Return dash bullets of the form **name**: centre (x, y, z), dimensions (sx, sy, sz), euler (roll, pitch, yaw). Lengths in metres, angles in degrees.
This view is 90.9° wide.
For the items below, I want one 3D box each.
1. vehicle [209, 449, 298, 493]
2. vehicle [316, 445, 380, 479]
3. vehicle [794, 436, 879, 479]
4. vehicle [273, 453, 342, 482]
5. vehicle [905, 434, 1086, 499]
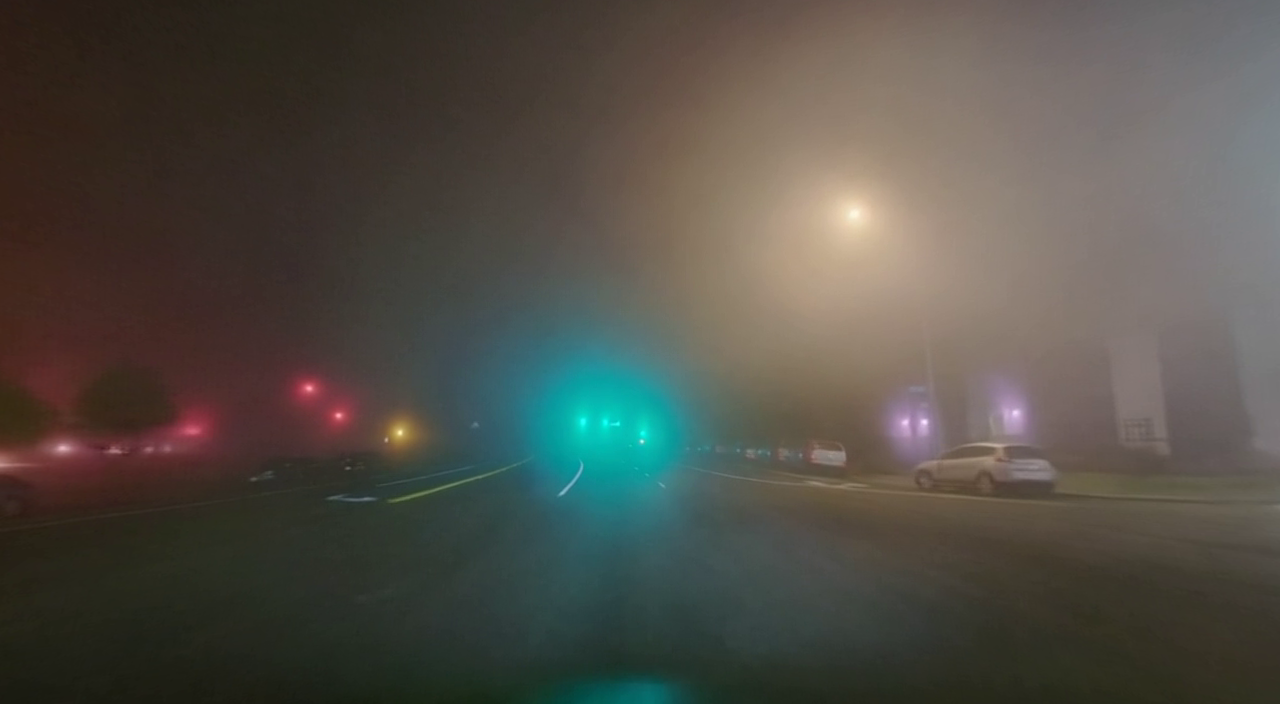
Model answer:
- **vehicle**: centre (-18.358, 5.619, 30.203), dimensions (1.916, 1.657, 4.366), euler (-1, -6, -6)
- **vehicle**: centre (-19.520, 7.347, 42.434), dimensions (2.111, 1.908, 5.586), euler (0, -7, -6)
- **vehicle**: centre (8.812, 4.787, 28.774), dimensions (2.039, 1.752, 4.876), euler (1, -9, -4)
- **vehicle**: centre (-18.928, 6.587, 36.143), dimensions (1.782, 1.462, 4.438), euler (0, -9, -4)
- **vehicle**: centre (10.156, 3.279, 18.413), dimensions (1.919, 1.627, 4.196), euler (4, -10, -24)
